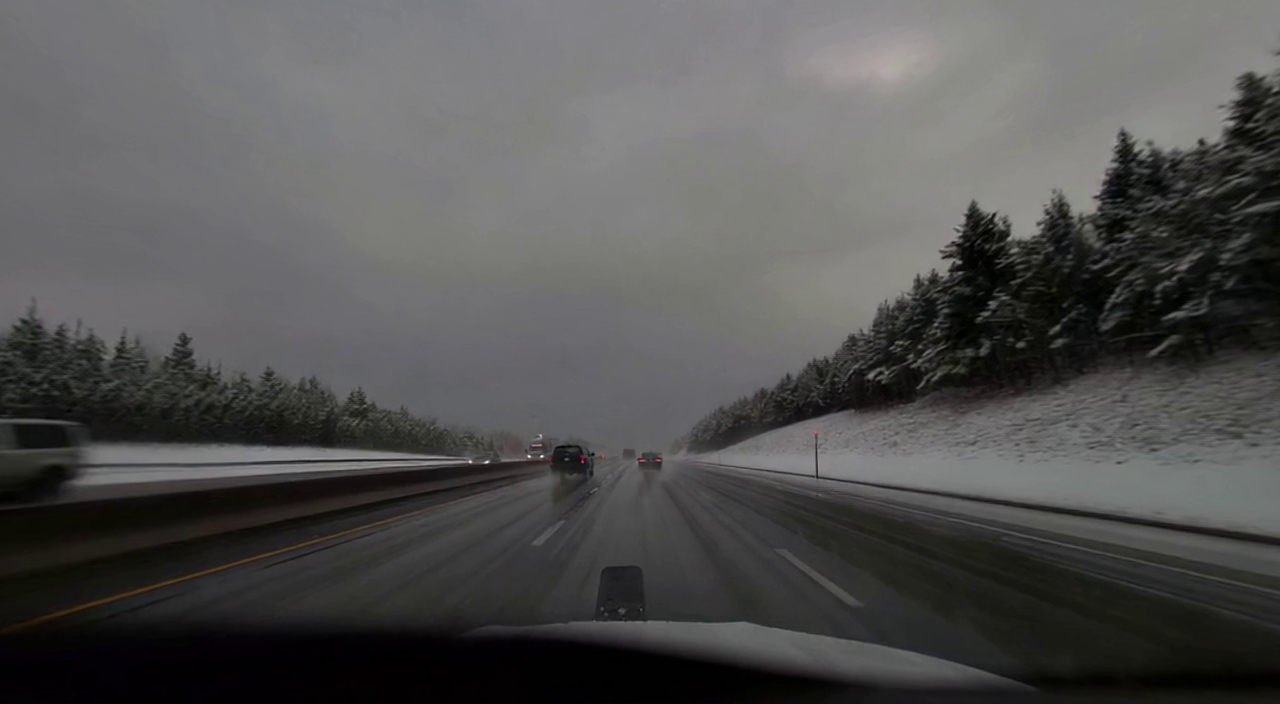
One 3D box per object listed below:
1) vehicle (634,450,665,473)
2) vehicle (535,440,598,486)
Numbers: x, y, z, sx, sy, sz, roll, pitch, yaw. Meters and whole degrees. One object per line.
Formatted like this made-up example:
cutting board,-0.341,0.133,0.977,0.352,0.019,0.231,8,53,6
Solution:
vehicle,0.654,7.661,44.288,2.036,1.519,4.225,0,-9,0
vehicle,-3.042,4.731,27.122,2.143,1.770,4.283,0,-9,1
